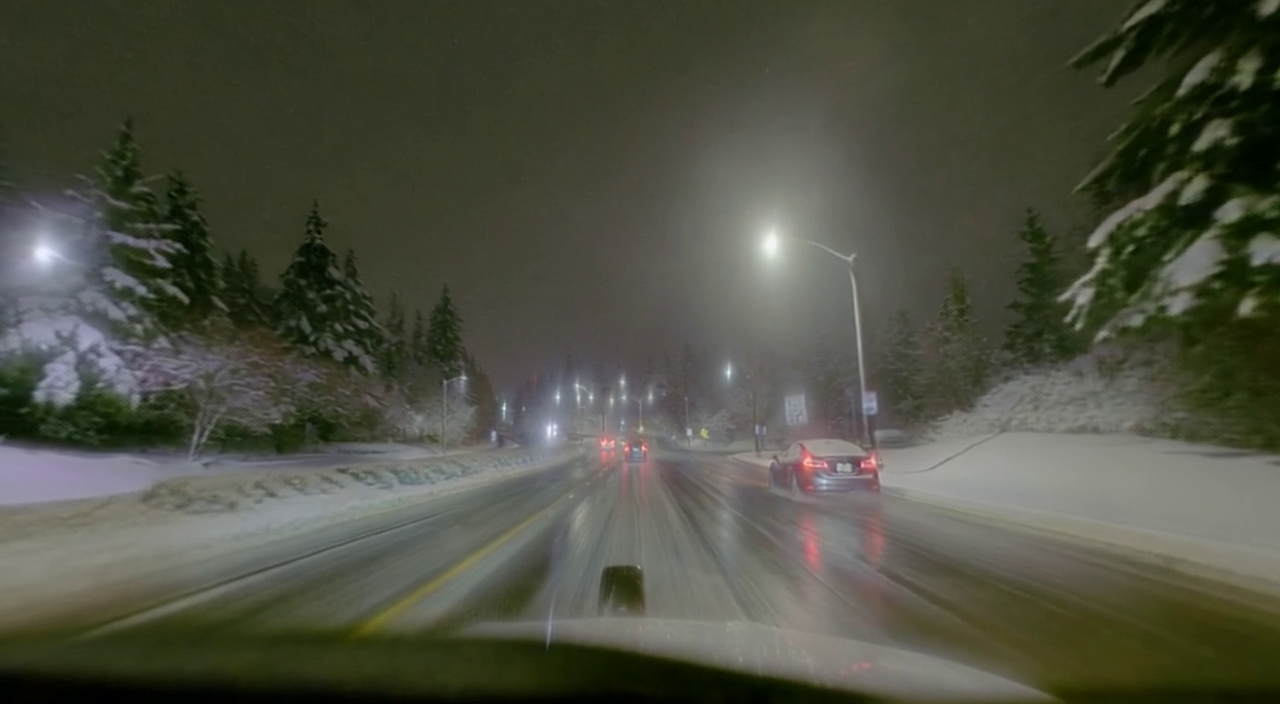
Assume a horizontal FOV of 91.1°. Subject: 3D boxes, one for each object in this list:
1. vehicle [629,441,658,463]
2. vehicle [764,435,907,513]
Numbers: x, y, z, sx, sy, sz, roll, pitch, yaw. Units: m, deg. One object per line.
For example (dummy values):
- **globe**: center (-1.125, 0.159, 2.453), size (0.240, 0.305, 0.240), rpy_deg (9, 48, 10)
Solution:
- **vehicle**: center (0.270, 7.553, 47.603), size (2.095, 1.548, 4.264), rpy_deg (0, -9, 1)
- **vehicle**: center (4.306, 2.746, 14.639), size (1.913, 1.516, 4.322), rpy_deg (0, -9, 0)
